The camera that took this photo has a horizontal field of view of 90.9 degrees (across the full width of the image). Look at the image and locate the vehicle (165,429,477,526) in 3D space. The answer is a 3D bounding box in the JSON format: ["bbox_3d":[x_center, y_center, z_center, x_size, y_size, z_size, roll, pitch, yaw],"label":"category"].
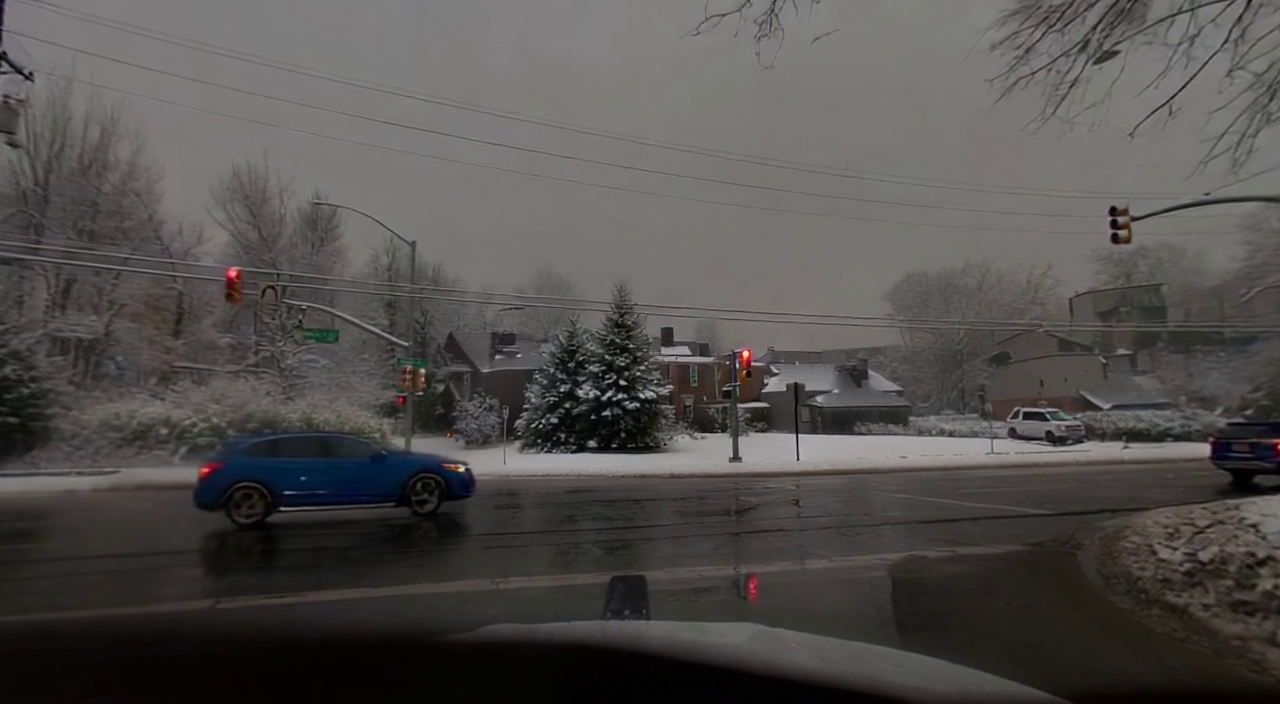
[{"bbox_3d":[-5.340,2.164,11.342,4.610,1.476,2.021,2,-9,-14],"label":"vehicle"}]
